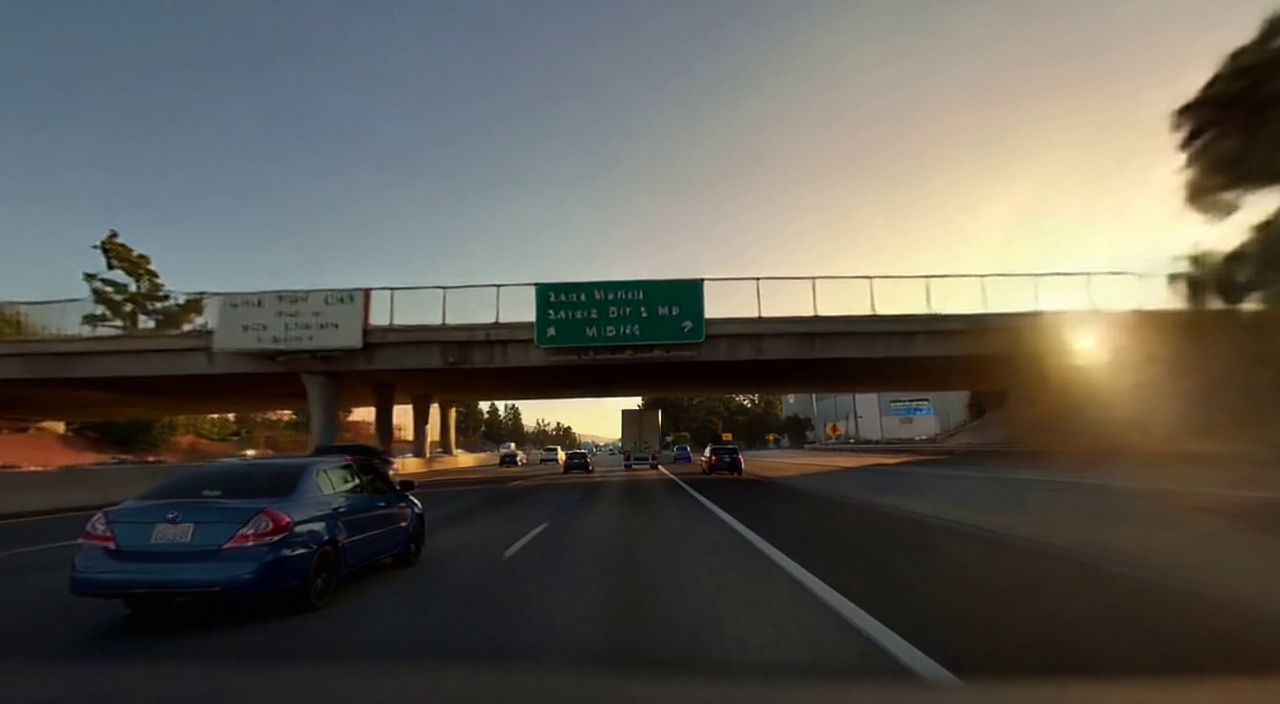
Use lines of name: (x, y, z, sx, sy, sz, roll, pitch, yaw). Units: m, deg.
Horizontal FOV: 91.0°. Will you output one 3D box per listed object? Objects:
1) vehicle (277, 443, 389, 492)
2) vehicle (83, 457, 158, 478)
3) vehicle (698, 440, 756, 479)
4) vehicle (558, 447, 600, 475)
vehicle: (-11.221, 4.242, 23.409, 1.966, 1.627, 4.258, 0, -9, 0)
vehicle: (-38.459, 8.533, 46.728, 1.777, 1.463, 4.428, 0, -9, 0)
vehicle: (4.014, 5.070, 29.858, 2.107, 1.707, 4.445, 0, -9, -1)
vehicle: (-3.618, 6.511, 37.936, 2.083, 1.576, 4.307, 0, -9, 0)
